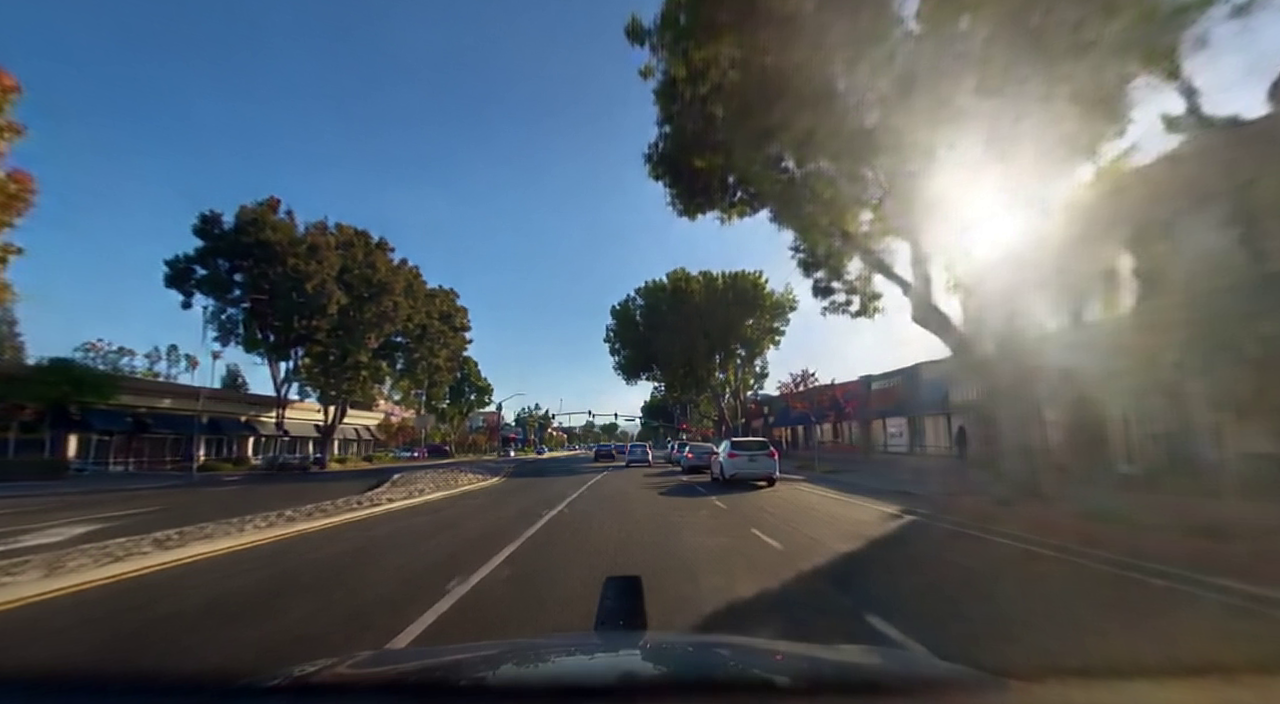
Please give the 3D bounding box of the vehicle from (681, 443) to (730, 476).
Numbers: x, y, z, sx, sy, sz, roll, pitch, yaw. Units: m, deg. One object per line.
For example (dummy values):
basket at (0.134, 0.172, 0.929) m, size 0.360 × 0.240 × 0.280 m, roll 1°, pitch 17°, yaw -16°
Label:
vehicle at (3.076, 5.154, 30.583) m, size 1.864 × 1.484 × 4.662 m, roll 0°, pitch -8°, yaw 0°

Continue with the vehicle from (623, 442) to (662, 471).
vehicle at (0.123, 5.775, 35.131) m, size 2.023 × 1.532 × 3.891 m, roll 0°, pitch -8°, yaw -1°

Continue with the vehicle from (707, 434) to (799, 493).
vehicle at (3.453, 3.482, 20.096) m, size 2.085 × 1.668 × 4.077 m, roll 0°, pitch -8°, yaw -1°
